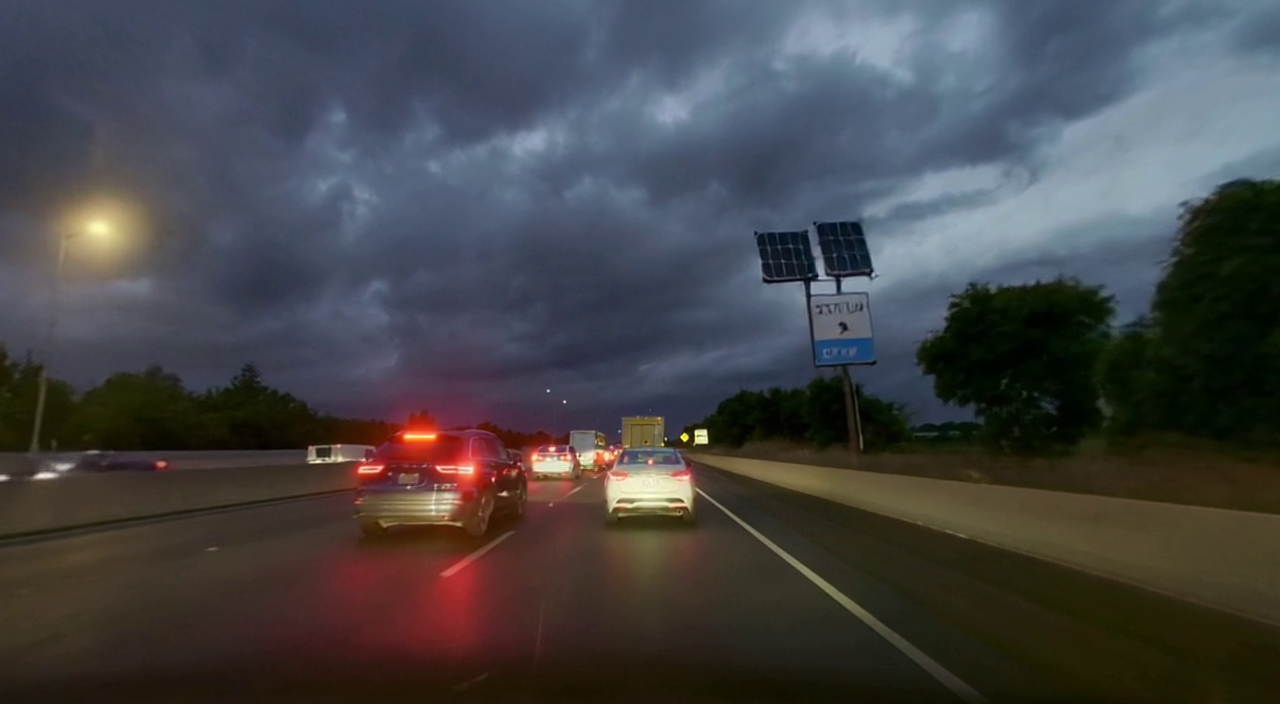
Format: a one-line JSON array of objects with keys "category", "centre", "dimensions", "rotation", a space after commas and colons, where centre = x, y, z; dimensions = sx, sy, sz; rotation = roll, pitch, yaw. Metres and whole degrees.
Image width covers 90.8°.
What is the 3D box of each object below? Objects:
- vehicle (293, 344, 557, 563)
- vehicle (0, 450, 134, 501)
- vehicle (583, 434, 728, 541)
[{"category": "vehicle", "centre": [-3.143, 1.782, 11.391], "dimensions": [2.289, 2.757, 6.726], "rotation": [0, -9, 1]}, {"category": "vehicle", "centre": [-19.567, 4.020, 20.952], "dimensions": [1.841, 1.476, 4.383], "rotation": [0, -9, 1]}, {"category": "vehicle", "centre": [0.208, 2.222, 10.858], "dimensions": [2.063, 1.507, 3.488], "rotation": [0, -9, 0]}]
